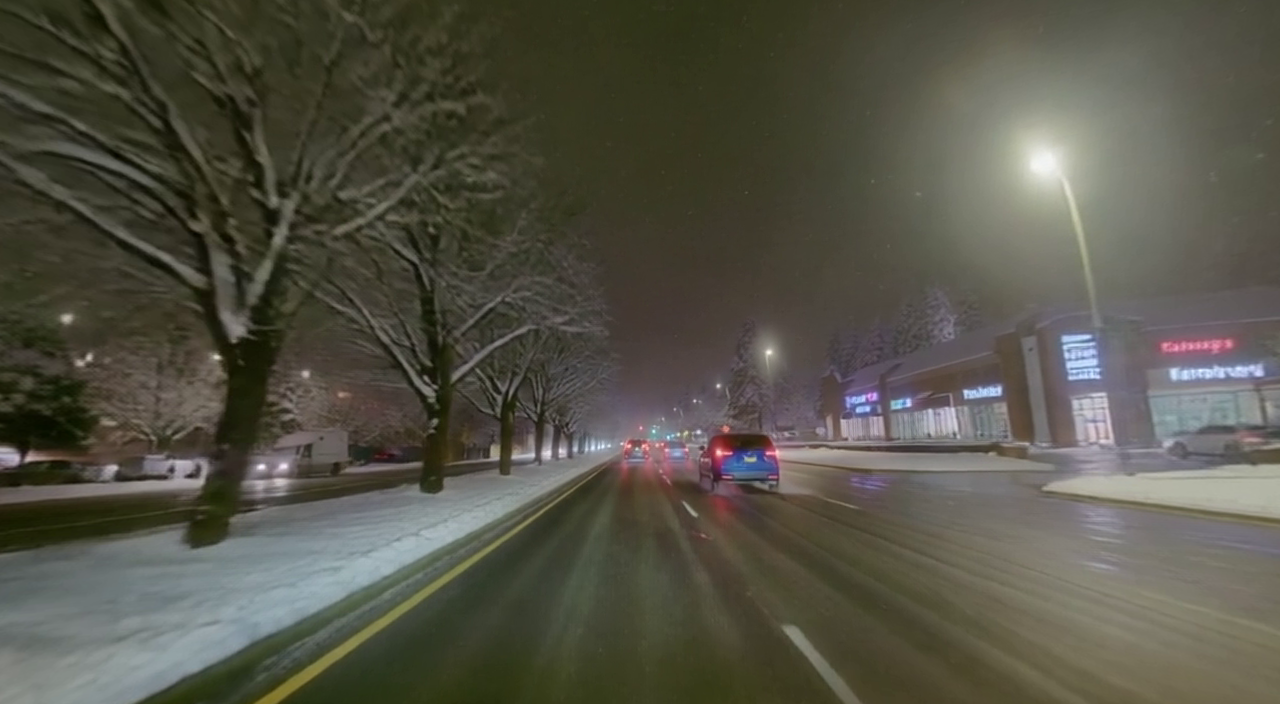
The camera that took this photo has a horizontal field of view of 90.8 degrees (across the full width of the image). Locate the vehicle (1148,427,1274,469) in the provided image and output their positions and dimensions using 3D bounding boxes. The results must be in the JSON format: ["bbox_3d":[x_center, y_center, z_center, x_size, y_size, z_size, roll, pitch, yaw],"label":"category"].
[{"bbox_3d":[25.259,4.275,28.187,1.788,1.741,4.278,-1,-8,5],"label":"vehicle"}]

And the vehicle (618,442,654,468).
[{"bbox_3d":[-0.276,6.084,37.342,2.056,1.440,3.798,0,-8,-1],"label":"vehicle"}]

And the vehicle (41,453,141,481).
[{"bbox_3d":[-31.914,6.676,36.925,1.924,1.430,4.367,0,-8,-1],"label":"vehicle"}]

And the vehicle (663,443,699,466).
[{"bbox_3d":[2.551,6.550,40.466,1.970,1.402,3.756,0,-8,-2],"label":"vehicle"}]

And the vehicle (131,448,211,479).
[{"bbox_3d":[-28.417,6.725,38.442,1.897,1.704,4.153,1,-8,-5],"label":"vehicle"}]

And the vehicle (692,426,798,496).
[{"bbox_3d":[2.961,3.196,18.959,2.140,1.811,4.593,0,-8,-3],"label":"vehicle"}]
